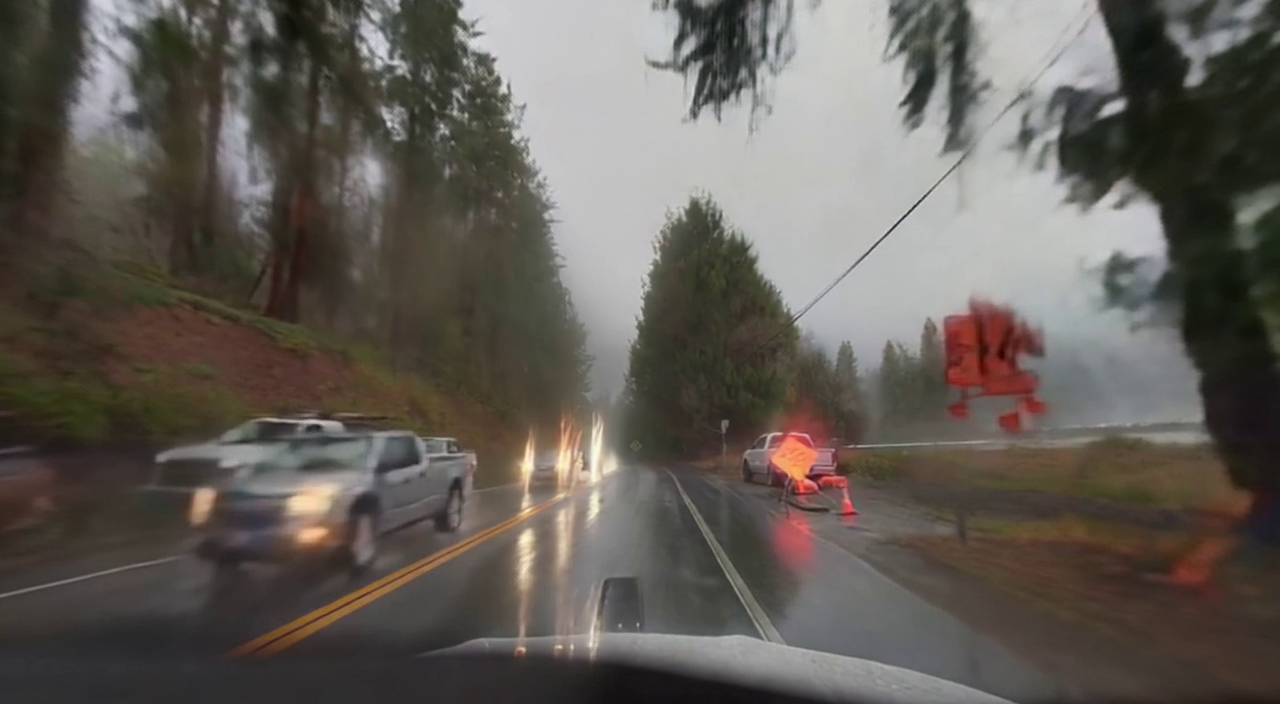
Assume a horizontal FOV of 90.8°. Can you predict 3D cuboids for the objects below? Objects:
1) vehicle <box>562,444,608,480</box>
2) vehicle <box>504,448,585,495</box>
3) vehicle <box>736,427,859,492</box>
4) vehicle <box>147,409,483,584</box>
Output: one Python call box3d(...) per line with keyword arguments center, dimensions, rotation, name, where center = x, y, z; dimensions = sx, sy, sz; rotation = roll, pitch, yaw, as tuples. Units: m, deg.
box3d(center=(-3.187, 6.493, 37.851), dimensions=(2.221, 1.969, 5.153), rotation=(0, -8, 1), name="vehicle")
box3d(center=(-3.183, 4.095, 22.045), dimensions=(1.981, 1.410, 4.162), rotation=(0, -8, 3), name="vehicle")
box3d(center=(5.544, 3.912, 23.530), dimensions=(2.845, 2.053, 6.457), rotation=(0, -8, -1), name="vehicle")
box3d(center=(-3.988, 1.841, 9.005), dimensions=(2.177, 1.803, 4.690), rotation=(0, -8, 1), name="vehicle")
